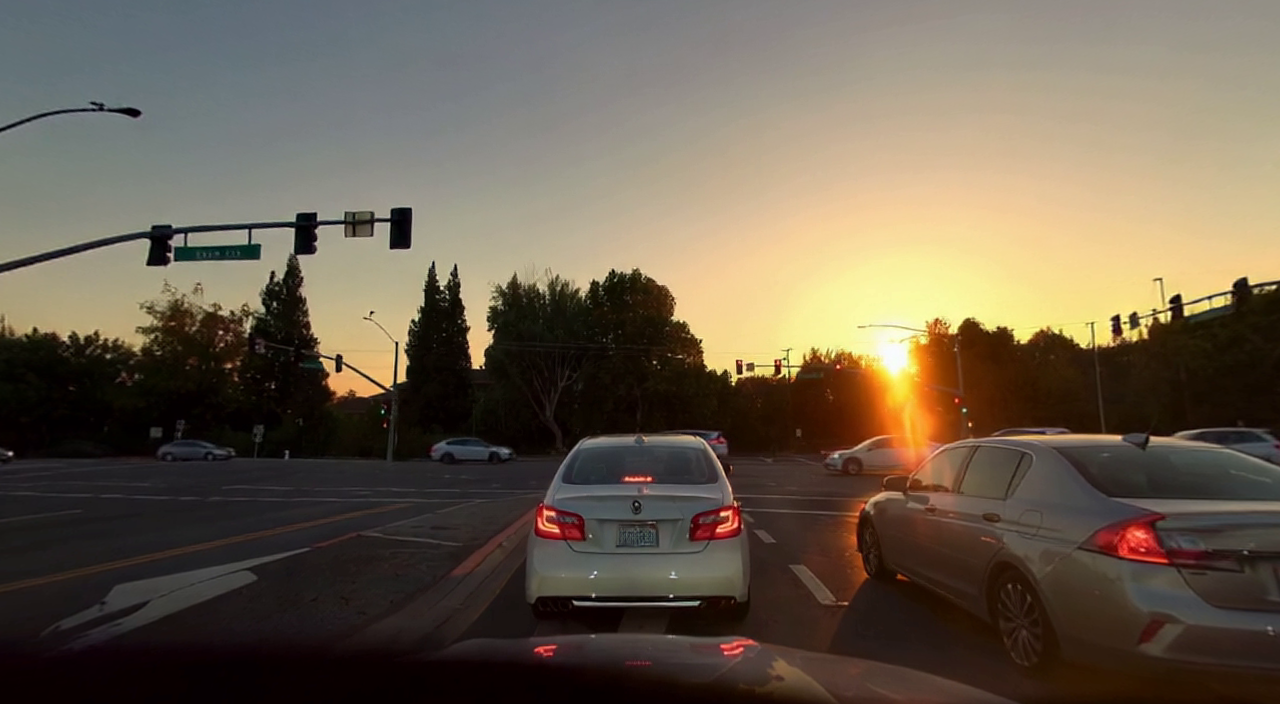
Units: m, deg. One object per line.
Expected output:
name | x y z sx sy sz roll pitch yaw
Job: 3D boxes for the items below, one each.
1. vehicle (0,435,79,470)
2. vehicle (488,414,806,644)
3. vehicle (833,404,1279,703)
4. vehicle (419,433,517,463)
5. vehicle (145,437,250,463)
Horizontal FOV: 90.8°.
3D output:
vehicle | -30.465 4.895 30.876 4.517 1.637 1.935 -1 -9 7
vehicle | 0.043 1.443 6.193 2.026 1.458 4.175 0 -8 0
vehicle | 3.105 1.285 4.886 1.861 1.479 4.371 0 -8 0
vehicle | -9.198 5.184 34.153 4.869 1.502 1.979 1 -9 -7
vehicle | -26.003 5.786 37.231 4.828 1.467 1.963 -1 -8 5
